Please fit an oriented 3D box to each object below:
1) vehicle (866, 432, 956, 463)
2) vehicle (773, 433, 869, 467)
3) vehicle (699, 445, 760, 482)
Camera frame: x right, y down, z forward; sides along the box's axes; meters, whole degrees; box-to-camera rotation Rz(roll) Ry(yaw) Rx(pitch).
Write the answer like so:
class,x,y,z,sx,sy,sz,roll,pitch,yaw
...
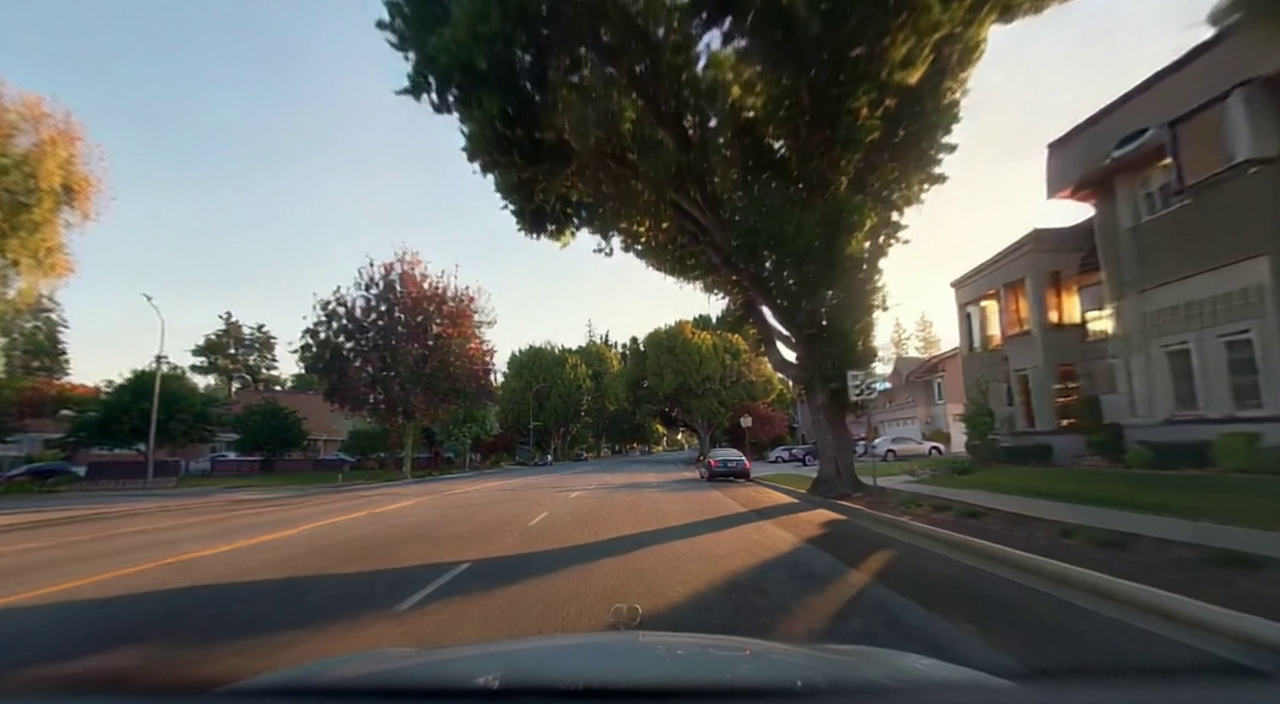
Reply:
class,x,y,z,sx,sy,sz,roll,pitch,yaw
vehicle,15.578,5.498,36.527,4.290,1.717,2.013,-1,-9,7
vehicle,11.322,6.164,39.803,5.369,1.860,2.163,-3,-9,5
vehicle,3.948,4.990,28.675,2.080,1.503,4.821,0,-9,1
